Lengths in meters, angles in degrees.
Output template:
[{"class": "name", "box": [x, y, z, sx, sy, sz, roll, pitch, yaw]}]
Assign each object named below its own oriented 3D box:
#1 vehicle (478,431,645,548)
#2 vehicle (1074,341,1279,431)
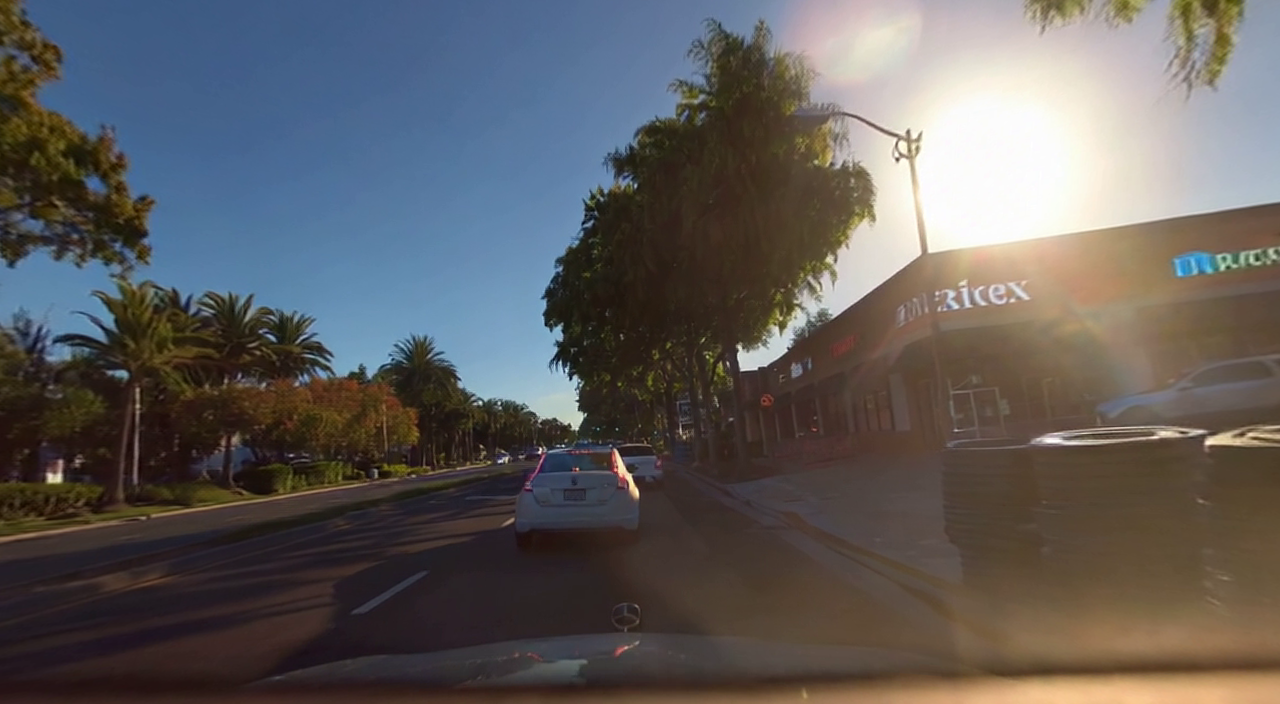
[{"class": "vehicle", "box": [-1.065, 2.090, 10.316, 2.169, 1.495, 4.048, 0, -8, -1]}, {"class": "vehicle", "box": [13.347, 0.988, 15.543, 1.854, 1.693, 4.798, -1, -9, 0]}]
